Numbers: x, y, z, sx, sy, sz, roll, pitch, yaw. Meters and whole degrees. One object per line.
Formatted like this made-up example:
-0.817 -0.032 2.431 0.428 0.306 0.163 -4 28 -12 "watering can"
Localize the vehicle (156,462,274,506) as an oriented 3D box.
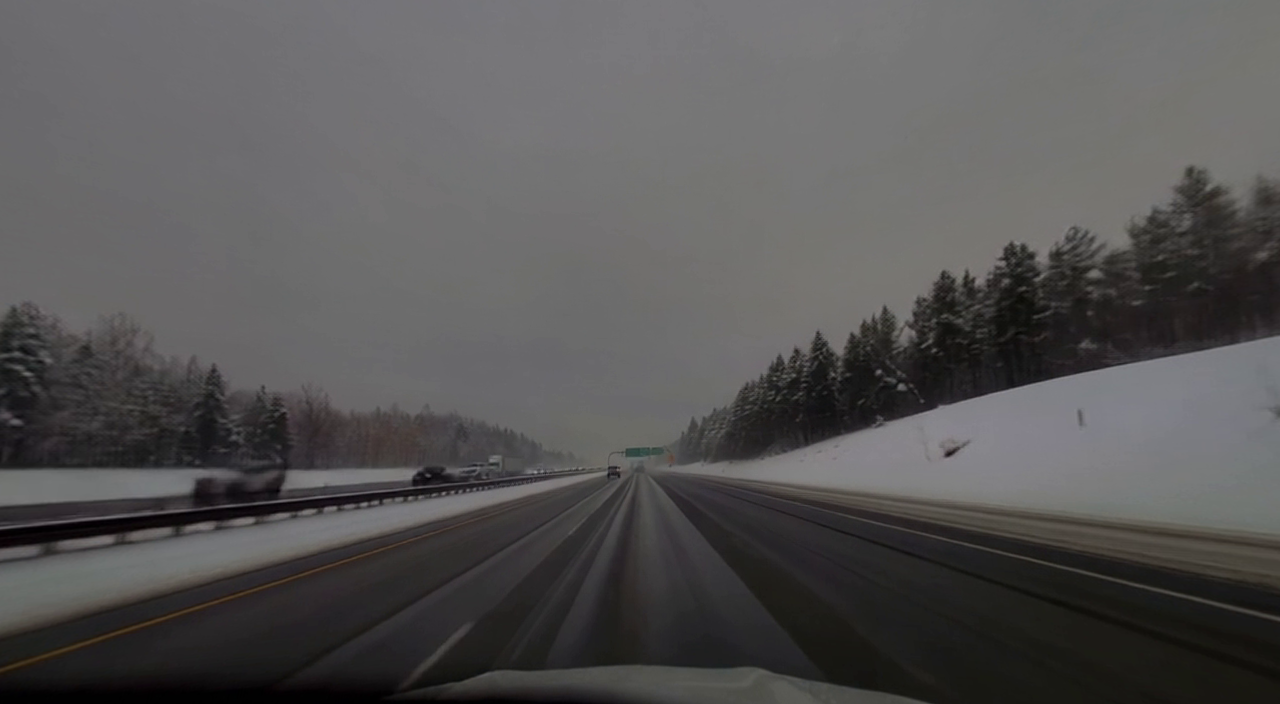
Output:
-18.042 5.617 26.969 2.041 1.667 4.171 1 -10 1 "vehicle"
